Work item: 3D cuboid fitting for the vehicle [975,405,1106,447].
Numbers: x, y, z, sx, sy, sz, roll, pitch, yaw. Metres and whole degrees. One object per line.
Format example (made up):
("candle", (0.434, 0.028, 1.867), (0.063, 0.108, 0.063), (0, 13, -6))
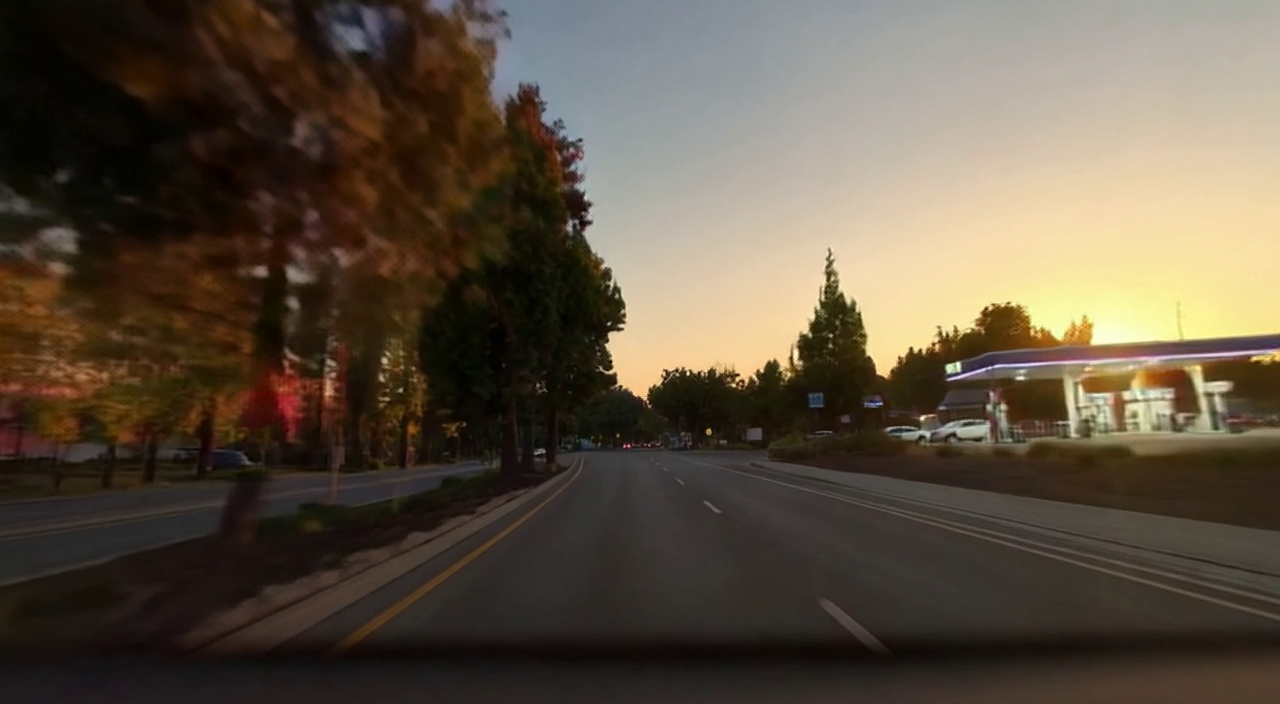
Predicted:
("vehicle", (21.229, 3.979, 33.670), (5.483, 1.801, 2.202), (3, -9, 0))
